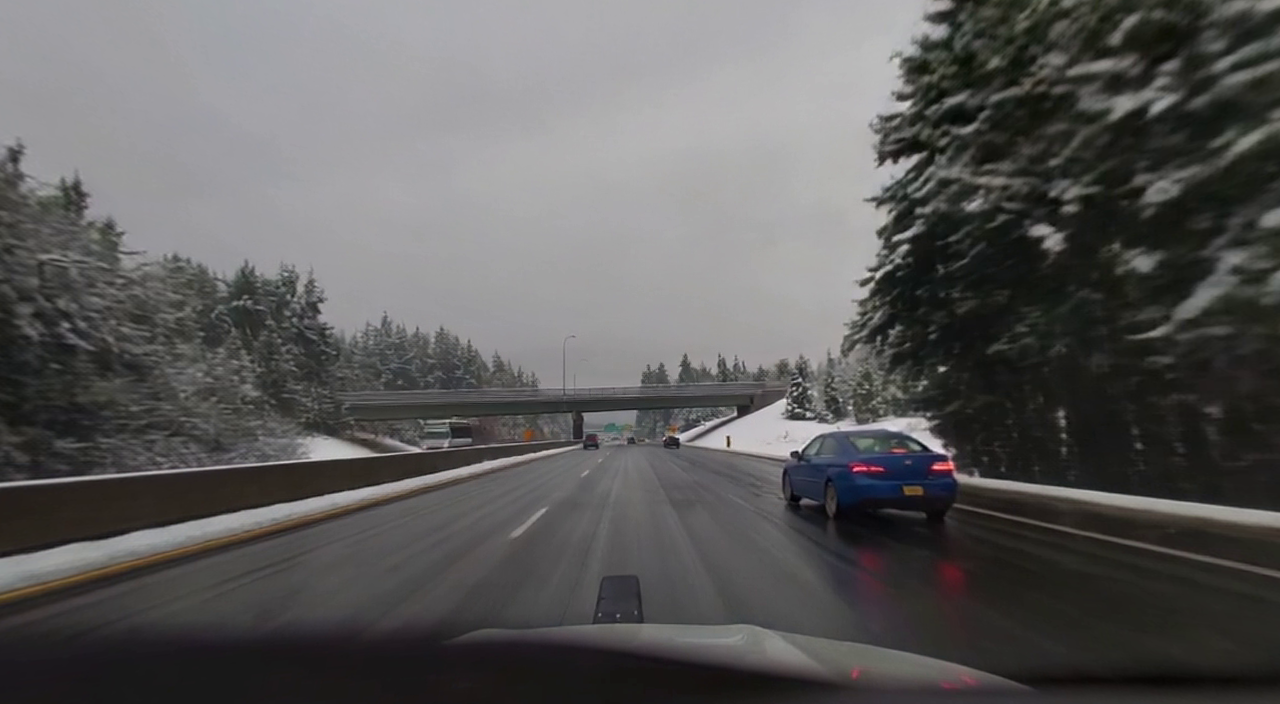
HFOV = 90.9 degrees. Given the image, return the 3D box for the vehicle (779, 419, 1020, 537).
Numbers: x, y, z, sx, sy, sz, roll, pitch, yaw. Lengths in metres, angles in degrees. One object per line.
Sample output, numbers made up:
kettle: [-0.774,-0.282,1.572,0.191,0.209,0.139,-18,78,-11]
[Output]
vehicle: [3.911,1.956,10.516,2.031,1.531,4.365,0,-8,-2]
